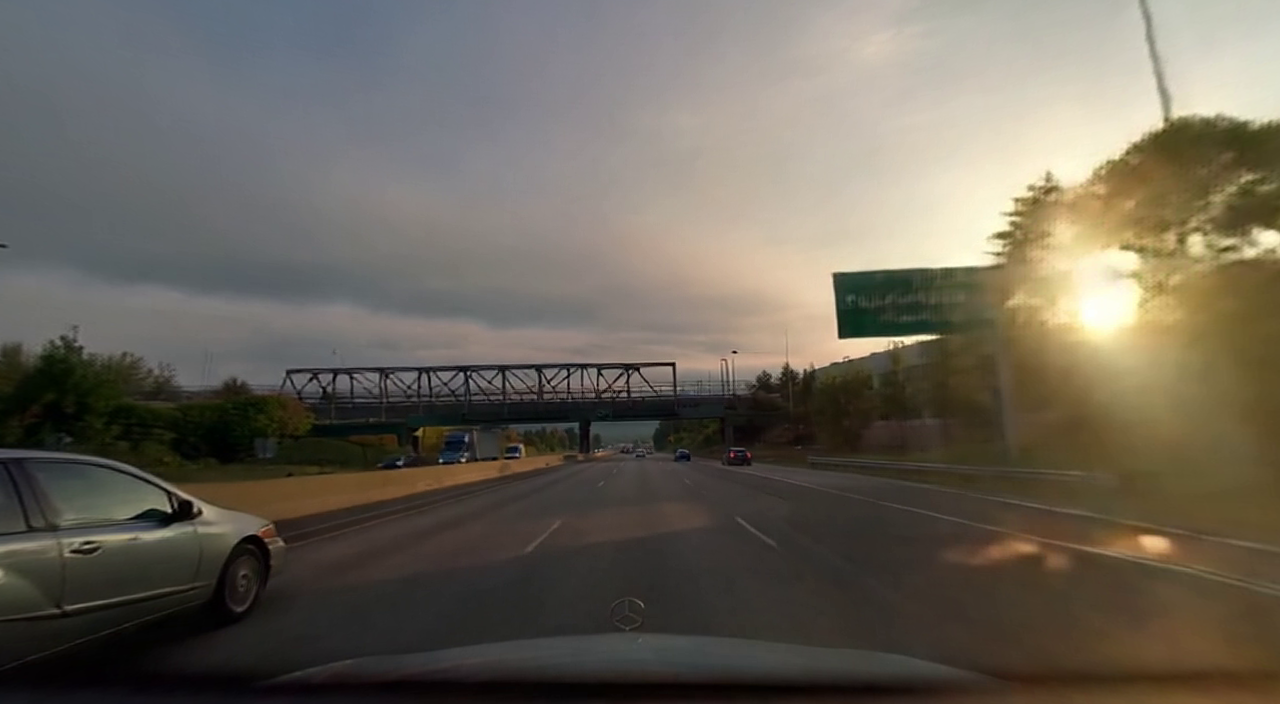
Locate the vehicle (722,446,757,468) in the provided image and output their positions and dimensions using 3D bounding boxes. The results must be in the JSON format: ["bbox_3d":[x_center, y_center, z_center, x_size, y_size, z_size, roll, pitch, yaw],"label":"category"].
[{"bbox_3d":[7.221,7.653,46.236,1.923,1.516,3.815,0,-9,0],"label":"vehicle"}]
